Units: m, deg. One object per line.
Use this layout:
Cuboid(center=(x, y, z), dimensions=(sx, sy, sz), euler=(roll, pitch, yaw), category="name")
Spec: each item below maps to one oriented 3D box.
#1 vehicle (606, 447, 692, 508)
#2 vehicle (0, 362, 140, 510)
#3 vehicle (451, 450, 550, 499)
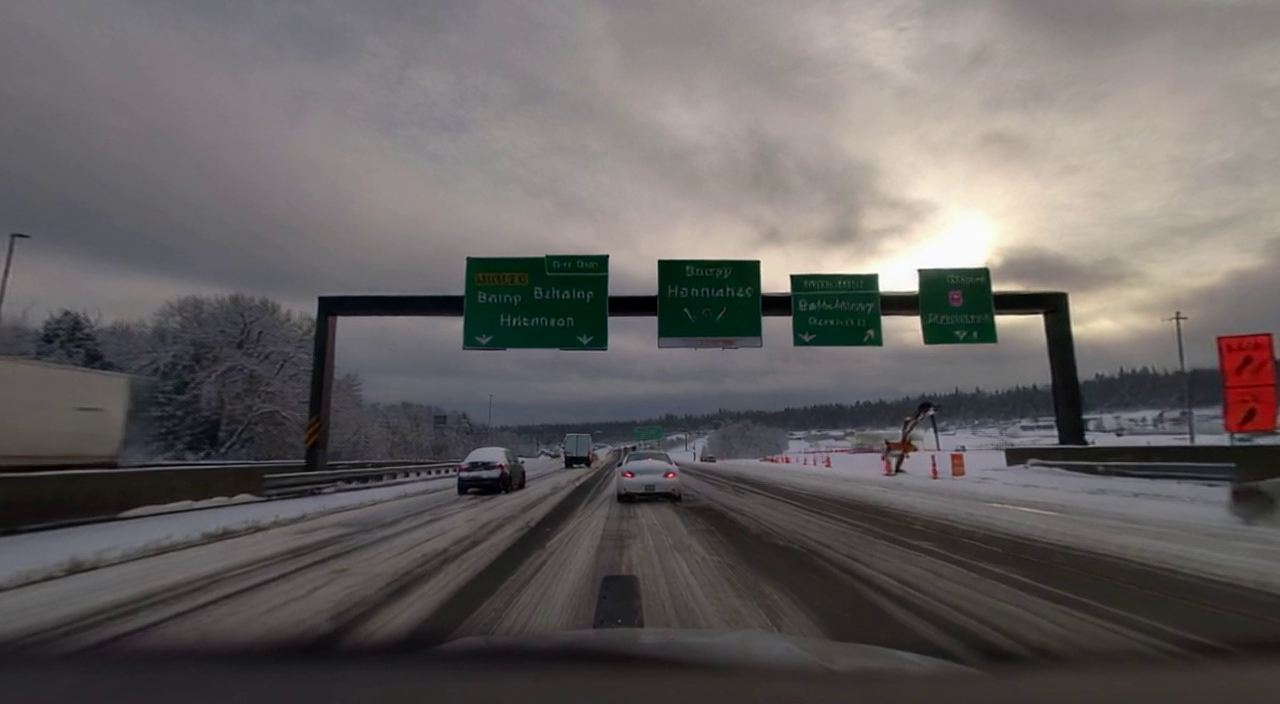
Cuboid(center=(0.227, 3.323, 17.068), dimensions=(2.080, 1.451, 3.512), euler=(0, -9, 0), category="vehicle")
Cuboid(center=(-19.131, 1.978, 15.124), dimensions=(2.839, 4.040, 14.032), euler=(0, -9, -1), category="vehicle")
Cuboid(center=(-4.388, 3.904, 20.446), dimensions=(2.063, 1.417, 4.000), euler=(-1, -9, 4), category="vehicle")
